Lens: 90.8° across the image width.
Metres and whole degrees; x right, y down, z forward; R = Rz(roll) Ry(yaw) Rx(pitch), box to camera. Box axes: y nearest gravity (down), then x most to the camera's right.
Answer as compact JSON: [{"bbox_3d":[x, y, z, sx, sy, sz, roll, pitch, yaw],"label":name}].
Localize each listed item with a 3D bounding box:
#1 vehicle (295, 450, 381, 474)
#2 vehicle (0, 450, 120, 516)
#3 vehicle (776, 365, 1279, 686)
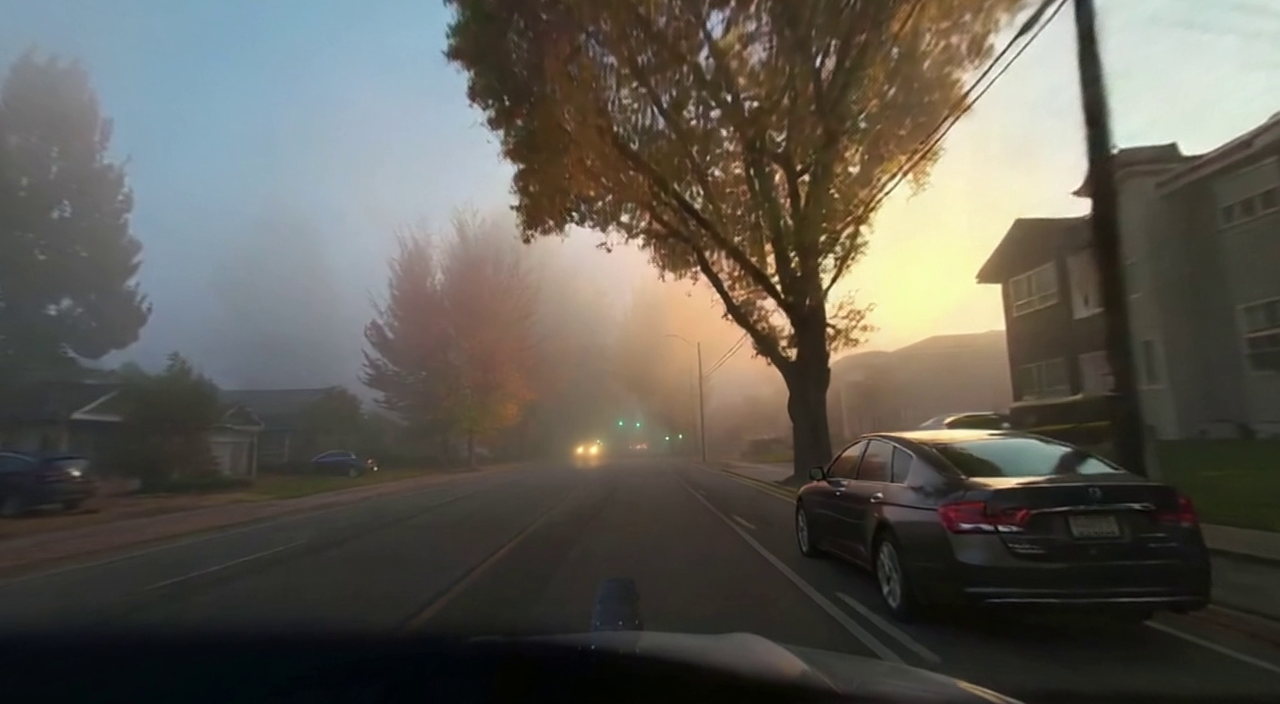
[{"bbox_3d":[-19.616,7.145,41.212,4.610,1.463,1.841,0,-9,-7],"label":"vehicle"},{"bbox_3d":[-15.849,3.260,15.968,1.881,1.490,4.430,0,-8,-5],"label":"vehicle"},{"bbox_3d":[3.026,1.327,6.077,2.224,1.791,4.834,0,-8,-1],"label":"vehicle"}]
